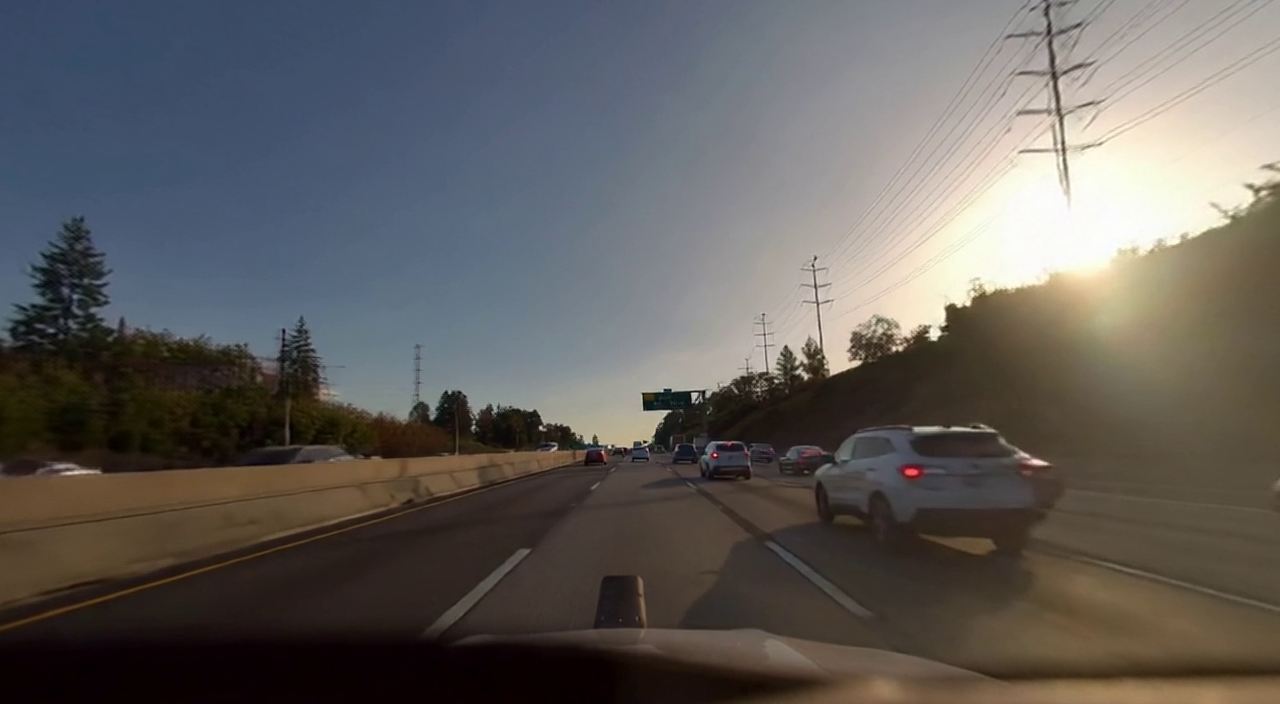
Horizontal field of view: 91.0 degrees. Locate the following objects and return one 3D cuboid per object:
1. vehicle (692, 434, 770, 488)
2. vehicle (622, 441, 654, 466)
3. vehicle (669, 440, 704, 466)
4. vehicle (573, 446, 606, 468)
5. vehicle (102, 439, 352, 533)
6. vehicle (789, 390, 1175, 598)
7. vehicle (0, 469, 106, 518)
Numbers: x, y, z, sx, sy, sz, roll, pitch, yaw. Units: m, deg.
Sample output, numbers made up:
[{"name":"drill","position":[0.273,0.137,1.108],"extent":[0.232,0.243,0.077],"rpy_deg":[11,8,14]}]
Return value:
[{"name":"vehicle","position":[3.249,3.993,23.369],"extent":[2.111,1.755,4.459],"rpy_deg":[0,-9,-1]},{"name":"vehicle","position":[-0.193,7.757,48.086],"extent":[2.314,1.796,4.254],"rpy_deg":[0,-9,-1]},{"name":"vehicle","position":[3.502,7.747,48.346],"extent":[2.095,1.886,4.727],"rpy_deg":[0,-9,-2]},{"name":"vehicle","position":[-3.659,7.698,46.454],"extent":[2.051,1.510,4.373],"rpy_deg":[0,-9,0]},{"name":"vehicle","position":[-8.571,2.785,13.860],"extent":[2.007,1.651,5.177],"rpy_deg":[0,-9,0]},{"name":"vehicle","position":[3.614,1.608,8.044],"extent":[2.138,1.826,4.783],"rpy_deg":[0,-9,-1]},{"name":"vehicle","position":[-22.258,5.052,22.719],"extent":[1.849,1.488,4.682],"rpy_deg":[0,-9,-1]}]
